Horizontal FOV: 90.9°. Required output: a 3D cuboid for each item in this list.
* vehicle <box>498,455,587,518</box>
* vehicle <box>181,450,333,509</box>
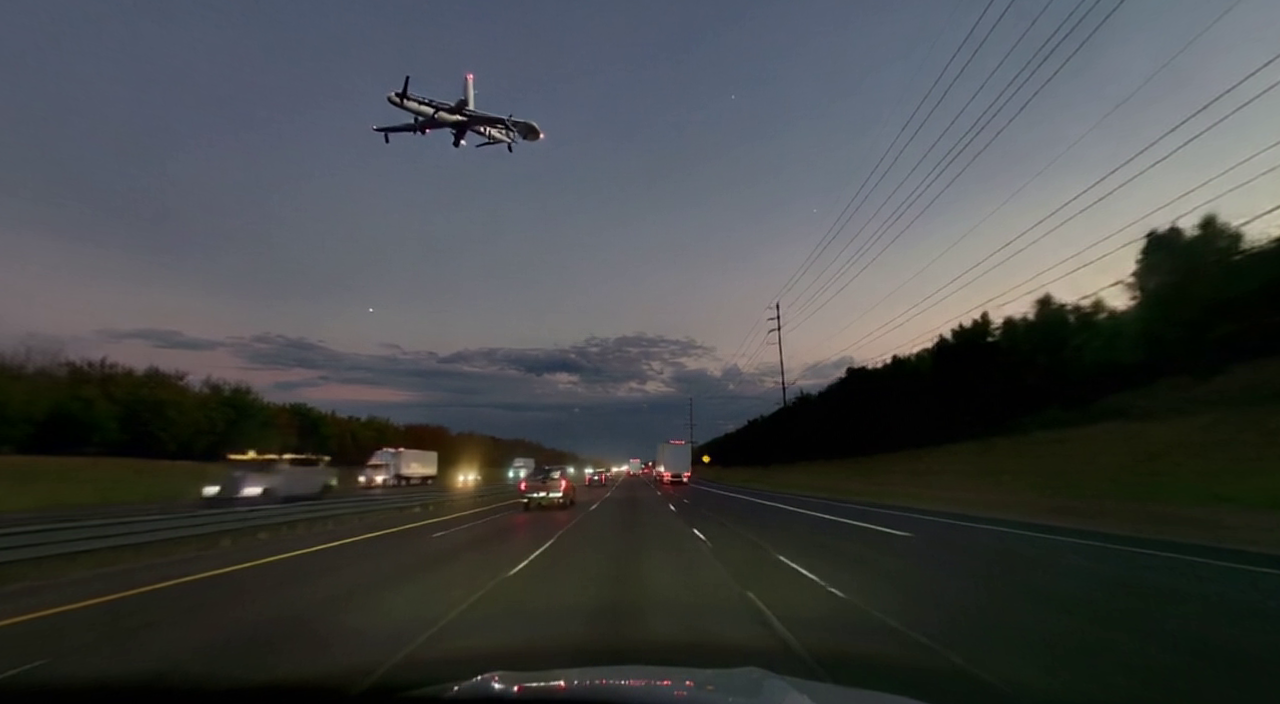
[{"bbox_3d":[-2.912,4.202,19.946,2.065,1.722,4.441,1,-11,0],"label":"vehicle"},{"bbox_3d":[-12.135,4.105,20.438,1.964,1.656,4.650,1,-11,0],"label":"vehicle"}]
